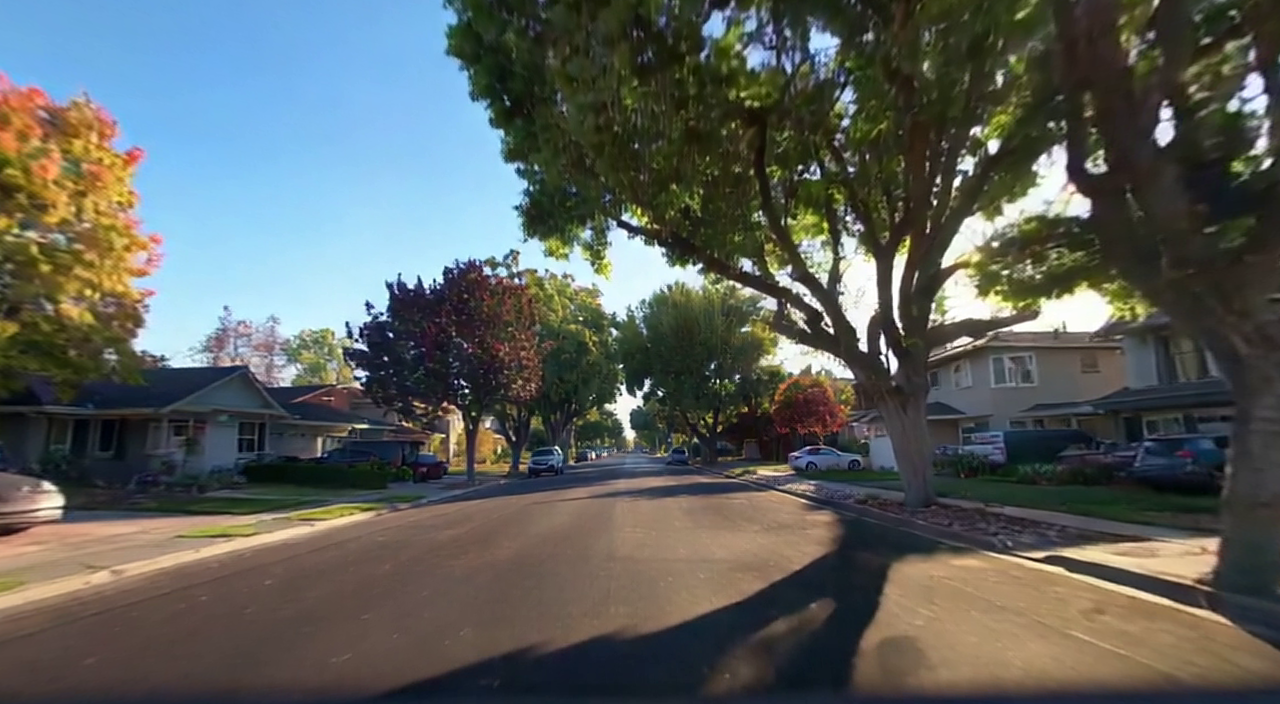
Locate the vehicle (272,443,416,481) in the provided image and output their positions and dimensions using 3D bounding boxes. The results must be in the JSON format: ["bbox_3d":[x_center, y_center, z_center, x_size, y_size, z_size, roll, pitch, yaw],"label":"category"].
[{"bbox_3d":[-12.468,4.649,26.870,5.040,1.541,2.042,0,-9,0],"label":"vehicle"}]

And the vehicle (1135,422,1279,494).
[{"bbox_3d":[14.595,2.485,15.054,4.558,1.515,2.013,3,-9,-17],"label":"vehicle"}]

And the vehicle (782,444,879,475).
[{"bbox_3d":[10.042,5.718,33.605,4.497,1.564,1.948,0,-8,-2],"label":"vehicle"}]

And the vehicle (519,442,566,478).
[{"bbox_3d":[-5.842,6.514,38.432,2.341,1.942,5.044,0,-9,-3],"label":"vehicle"}]
